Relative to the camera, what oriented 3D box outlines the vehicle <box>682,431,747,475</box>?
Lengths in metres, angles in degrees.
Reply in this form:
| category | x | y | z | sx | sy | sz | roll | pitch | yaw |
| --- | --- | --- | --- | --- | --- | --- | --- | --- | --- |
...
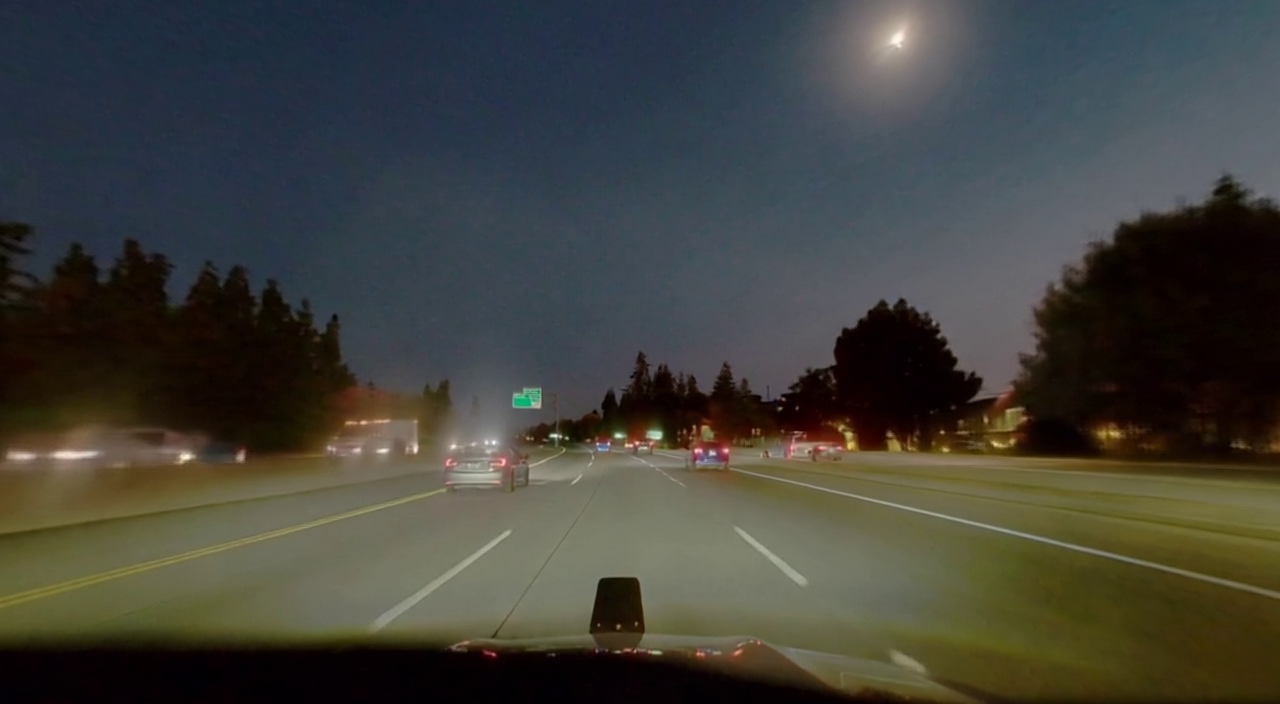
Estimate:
| category | x | y | z | sx | sy | sz | roll | pitch | yaw |
| --- | --- | --- | --- | --- | --- | --- | --- | --- | --- |
| vehicle | 3.027 | 4.228 | 26.505 | 2.092 | 1.686 | 4.188 | 0 | -9 | -2 |

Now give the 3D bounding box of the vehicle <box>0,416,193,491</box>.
| category | x | y | z | sx | sy | sz | roll | pitch | yaw |
| --- | --- | --- | --- | --- | --- | --- | --- | --- | --- |
| vehicle | -16.437 | 2.920 | 18.293 | 2.878 | 1.844 | 5.557 | 0 | -9 | -2 |

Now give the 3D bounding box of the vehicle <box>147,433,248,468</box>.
| category | x | y | z | sx | sy | sz | roll | pitch | yaw |
| --- | --- | --- | --- | --- | --- | --- | --- | --- | --- |
| vehicle | -20.681 | 4.622 | 29.679 | 1.857 | 1.522 | 4.077 | 0 | -8 | -1 |

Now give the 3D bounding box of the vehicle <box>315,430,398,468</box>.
| category | x | y | z | sx | sy | sz | roll | pitch | yaw |
| --- | --- | --- | --- | --- | --- | --- | --- | --- | --- |
| vehicle | -12.890 | 4.444 | 28.951 | 1.896 | 1.590 | 4.222 | 0 | -9 | -1 |

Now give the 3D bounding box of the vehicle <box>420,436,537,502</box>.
| category | x | y | z | sx | sy | sz | roll | pitch | yaw |
| --- | --- | --- | --- | --- | --- | --- | --- | --- | --- |
| vehicle | -4.155 | 3.084 | 17.052 | 2.036 | 1.528 | 4.400 | 0 | -9 | -1 |
